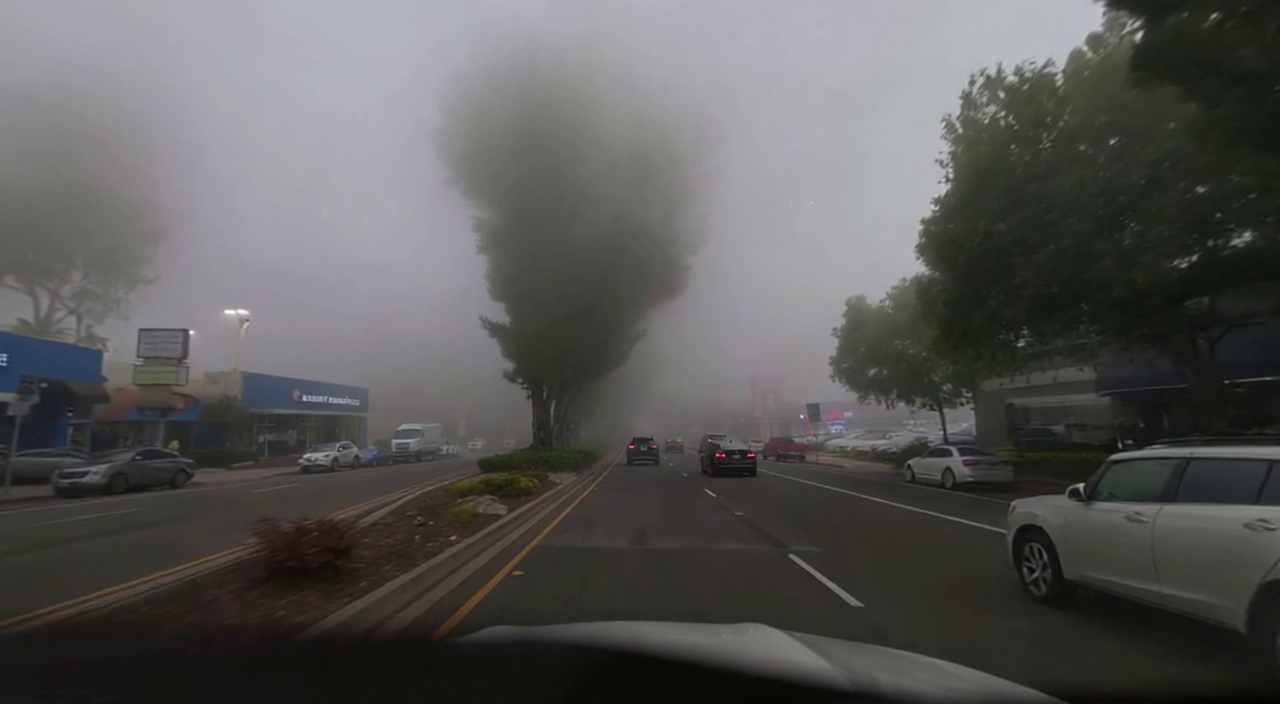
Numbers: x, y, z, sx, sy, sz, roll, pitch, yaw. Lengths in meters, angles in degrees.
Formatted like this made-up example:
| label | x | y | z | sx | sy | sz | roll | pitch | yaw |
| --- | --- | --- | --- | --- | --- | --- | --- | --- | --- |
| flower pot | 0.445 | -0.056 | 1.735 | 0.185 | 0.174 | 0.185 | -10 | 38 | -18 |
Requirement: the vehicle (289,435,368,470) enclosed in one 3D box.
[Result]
| label | x | y | z | sx | sy | sz | roll | pitch | yaw |
| --- | --- | --- | --- | --- | --- | --- | --- | --- | --- |
| vehicle | -19.078 | 6.179 | 38.775 | 2.286 | 1.968 | 5.350 | 0 | -8 | -2 |

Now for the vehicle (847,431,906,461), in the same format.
| label | x | y | z | sx | sy | sz | roll | pitch | yaw |
| --- | --- | --- | --- | --- | --- | --- | --- | --- | --- |
| vehicle | 15.304 | 6.111 | 40.970 | 2.012 | 1.817 | 4.970 | 0 | -8 | 1 |

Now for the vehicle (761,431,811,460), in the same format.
| label | x | y | z | sx | sy | sz | roll | pitch | yaw |
| --- | --- | --- | --- | --- | --- | --- | --- | --- | --- |
| vehicle | 10.491 | 6.771 | 45.695 | 2.318 | 1.974 | 5.282 | 0 | -8 | -1 |

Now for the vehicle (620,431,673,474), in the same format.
| label | x | y | z | sx | sy | sz | roll | pitch | yaw |
| --- | --- | --- | --- | --- | --- | --- | --- | --- | --- |
| vehicle | 0.268 | 4.210 | 26.443 | 2.098 | 1.682 | 3.778 | 0 | -8 | 1 |

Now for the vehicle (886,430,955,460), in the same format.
| label | x | y | z | sx | sy | sz | roll | pitch | yaw |
| --- | --- | --- | --- | --- | --- | --- | --- | --- | --- |
| vehicle | 17.927 | 5.981 | 40.477 | 1.972 | 1.774 | 5.319 | 0 | -8 | 0 |

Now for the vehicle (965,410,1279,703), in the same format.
| label | x | y | z | sx | sy | sz | roll | pitch | yaw |
| --- | --- | --- | --- | --- | --- | --- | --- | --- | --- |
| vehicle | 3.816 | 1.052 | 3.180 | 1.908 | 1.463 | 4.506 | 0 | -8 | 0 |

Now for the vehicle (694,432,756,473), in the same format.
| label | x | y | z | sx | sy | sz | roll | pitch | yaw |
| --- | --- | --- | --- | --- | --- | --- | --- | --- | --- |
| vehicle | 3.663 | 4.435 | 27.932 | 2.115 | 1.692 | 4.189 | 0 | -8 | -1 |

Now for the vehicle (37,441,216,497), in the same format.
| label | x | y | z | sx | sy | sz | roll | pitch | yaw |
| --- | --- | --- | --- | --- | --- | --- | --- | --- | --- |
| vehicle | -18.985 | 4.288 | 23.699 | 1.959 | 1.836 | 5.490 | 0 | -8 | 2 |
